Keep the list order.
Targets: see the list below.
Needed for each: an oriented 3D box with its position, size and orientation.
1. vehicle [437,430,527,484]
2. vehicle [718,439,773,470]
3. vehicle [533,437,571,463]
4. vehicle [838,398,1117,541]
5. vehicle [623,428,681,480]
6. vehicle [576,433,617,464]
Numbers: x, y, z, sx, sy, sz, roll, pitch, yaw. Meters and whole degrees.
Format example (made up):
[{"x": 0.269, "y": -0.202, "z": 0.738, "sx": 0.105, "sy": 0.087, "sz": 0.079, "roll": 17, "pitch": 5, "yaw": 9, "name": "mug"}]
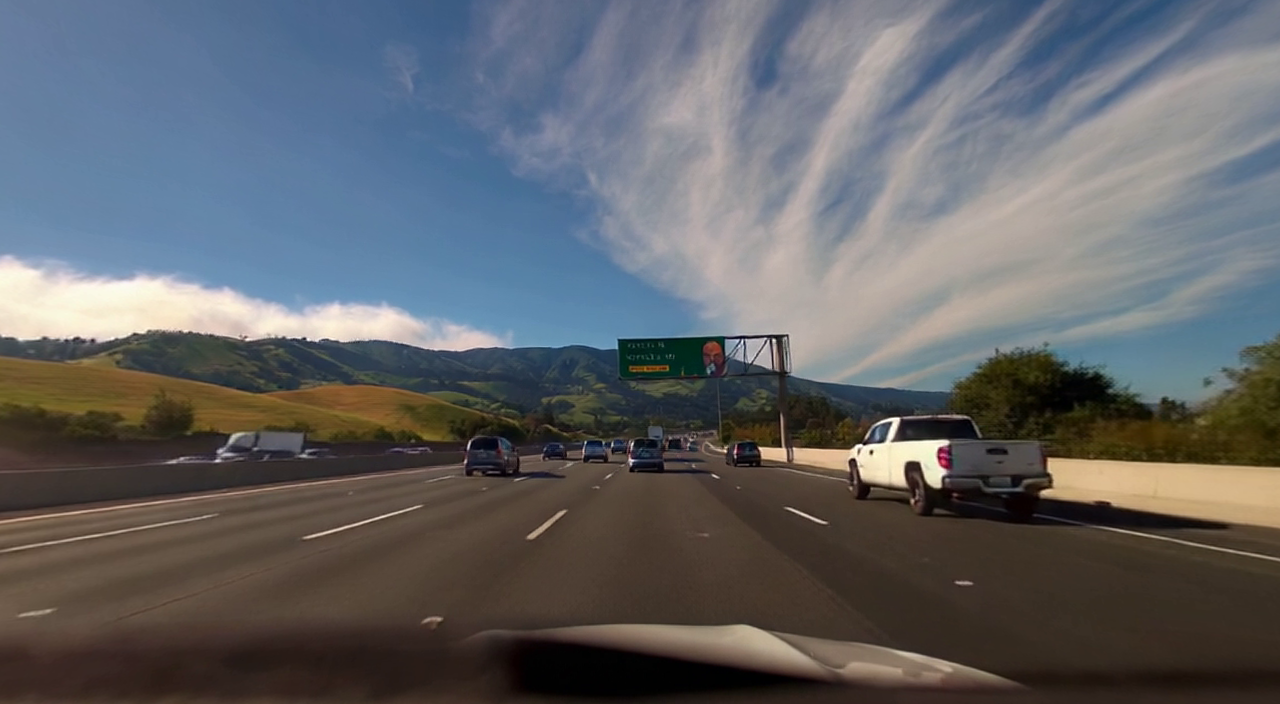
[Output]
[{"x": -5.811, "y": 3.937, "z": 23.927, "sx": 2.160, "sy": 1.799, "sz": 5.001, "roll": 0, "pitch": -8, "yaw": 0, "name": "vehicle"}, {"x": 5.344, "y": 5.279, "z": 32.659, "sx": 1.998, "sy": 1.456, "sz": 4.338, "roll": 0, "pitch": -8, "yaw": -1, "name": "vehicle"}, {"x": -6.408, "y": 7.188, "z": 46.469, "sx": 2.036, "sy": 1.813, "sz": 4.564, "roll": 0, "pitch": -8, "yaw": 1, "name": "vehicle"}, {"x": 5.210, "y": 1.891, "z": 10.733, "sx": 2.029, "sy": 1.859, "sz": 4.669, "roll": 0, "pitch": -8, "yaw": -2, "name": "vehicle"}, {"x": 0.418, "y": 3.932, "z": 24.508, "sx": 2.052, "sy": 1.808, "sz": 3.898, "roll": 0, "pitch": -8, "yaw": 0, "name": "vehicle"}, {"x": -2.963, "y": 6.745, "z": 44.340, "sx": 2.316, "sy": 1.999, "sz": 5.765, "roll": 0, "pitch": -8, "yaw": 1, "name": "vehicle"}]
